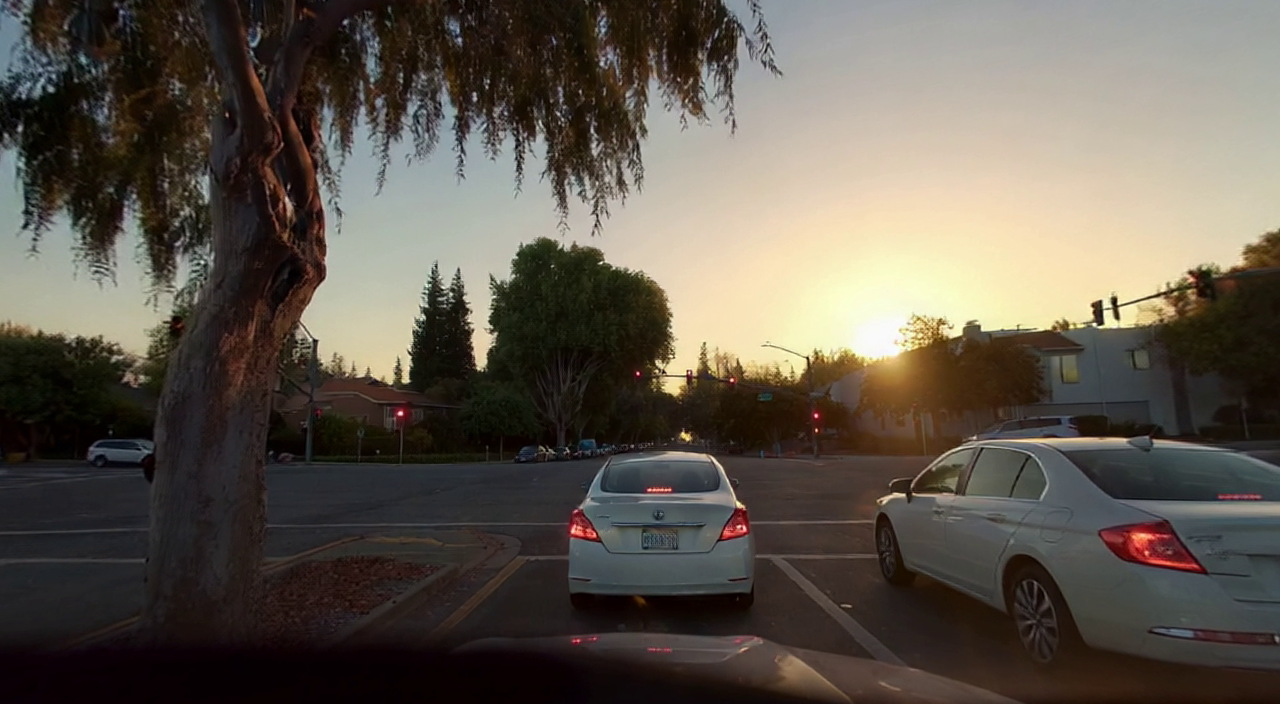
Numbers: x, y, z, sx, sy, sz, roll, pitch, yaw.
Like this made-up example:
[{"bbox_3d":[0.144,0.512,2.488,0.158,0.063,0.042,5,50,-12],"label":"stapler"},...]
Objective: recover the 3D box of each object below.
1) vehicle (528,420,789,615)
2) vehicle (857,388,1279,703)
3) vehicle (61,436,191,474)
[{"bbox_3d":[0.102,1.563,6.877,2.017,1.485,3.813,0,-8,-1],"label":"vehicle"},{"bbox_3d":[3.170,1.124,3.901,1.931,1.493,4.555,0,-8,-1],"label":"vehicle"},{"bbox_3d":[-24.329,4.883,29.985,4.450,1.684,1.894,0,-8,0],"label":"vehicle"}]
